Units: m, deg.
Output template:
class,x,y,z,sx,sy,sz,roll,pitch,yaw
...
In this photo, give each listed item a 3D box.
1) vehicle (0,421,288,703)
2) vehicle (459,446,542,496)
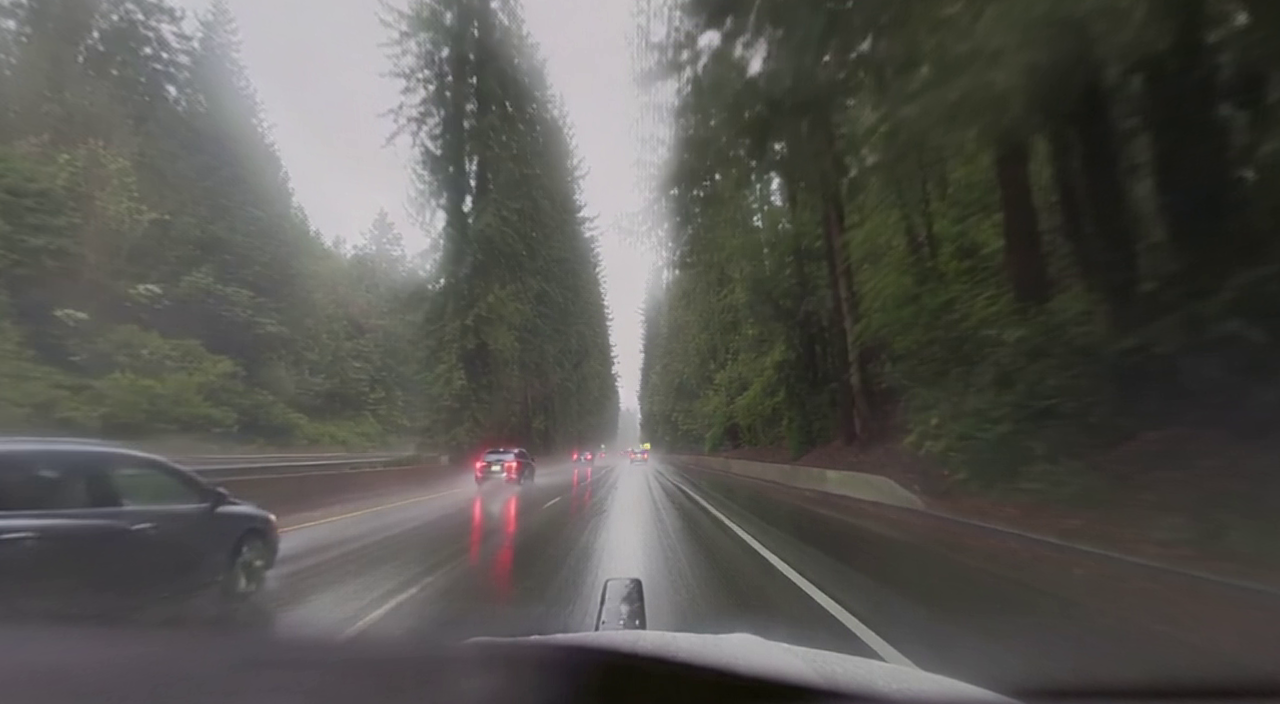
class,x,y,z,sx,sy,sz,roll,pitch,yaw
vehicle,-4.049,1.160,3.550,1.897,1.481,3.859,0,-9,0
vehicle,-4.607,3.974,21.504,1.838,1.508,4.317,0,-9,0
